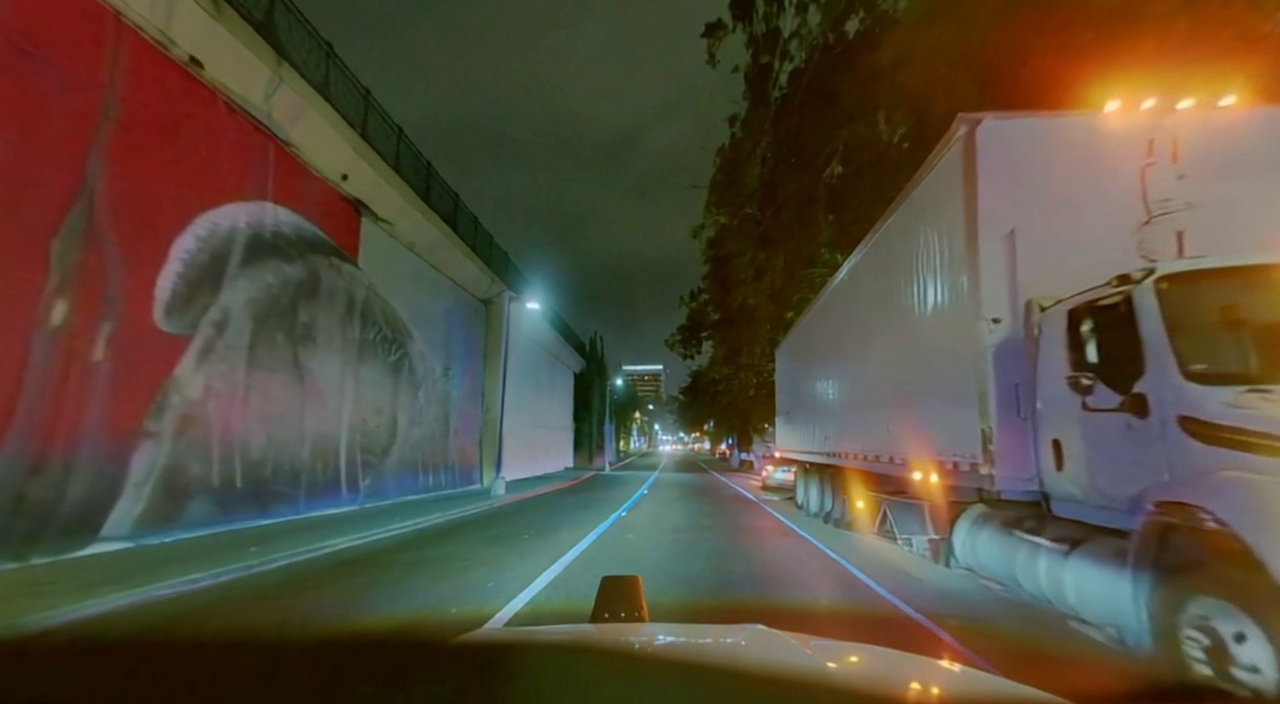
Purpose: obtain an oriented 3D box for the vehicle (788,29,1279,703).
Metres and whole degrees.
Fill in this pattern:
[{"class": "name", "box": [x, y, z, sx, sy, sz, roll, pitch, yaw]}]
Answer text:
[{"class": "vehicle", "box": [4.227, 0.660, 8.103, 2.849, 3.893, 9.347, -1, -8, 4]}]
